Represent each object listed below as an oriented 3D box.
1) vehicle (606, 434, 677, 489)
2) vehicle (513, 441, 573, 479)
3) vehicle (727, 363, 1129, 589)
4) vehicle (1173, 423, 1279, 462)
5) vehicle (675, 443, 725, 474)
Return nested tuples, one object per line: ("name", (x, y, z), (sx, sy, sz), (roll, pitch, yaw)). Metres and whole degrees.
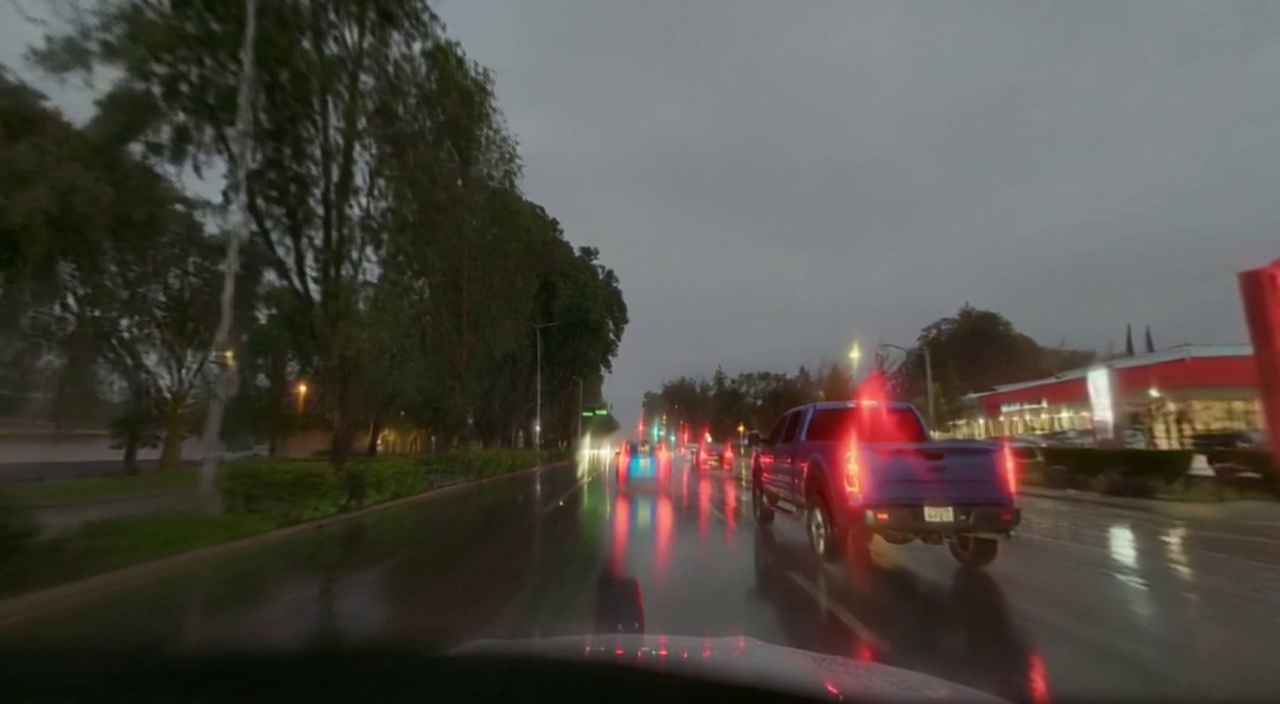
("vehicle", (-0.001, 3.605, 21.058), (2.145, 1.650, 4.021), (0, -8, -2))
("vehicle", (-4.057, 4.603, 27.021), (1.960, 1.475, 4.161), (0, -8, 0))
("vehicle", (3.125, 1.606, 8.993), (2.731, 2.101, 6.047), (0, -8, -2))
("vehicle", (28.851, 4.395, 30.584), (3.992, 1.669, 1.803), (-3, -9, 4))
("vehicle", (2.943, 5.323, 31.733), (1.970, 1.464, 4.249), (0, -9, -2))
